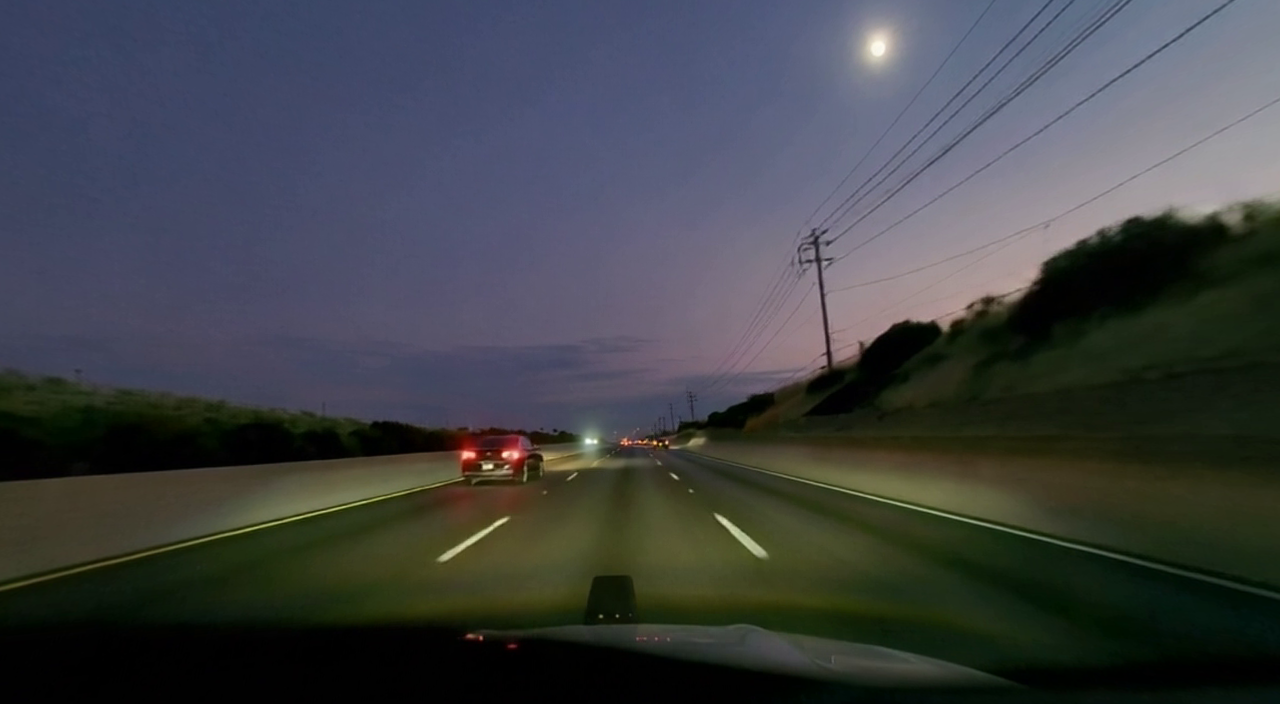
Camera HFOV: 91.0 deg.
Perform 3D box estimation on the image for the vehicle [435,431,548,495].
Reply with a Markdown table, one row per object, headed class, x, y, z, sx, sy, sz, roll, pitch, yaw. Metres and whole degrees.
| class | x | y | z | sx | sy | sz | roll | pitch | yaw |
| --- | --- | --- | --- | --- | --- | --- | --- | --- | --- |
| vehicle | -3.978 | 3.061 | 17.836 | 2.016 | 1.543 | 4.870 | 0 | -8 | 0 |
